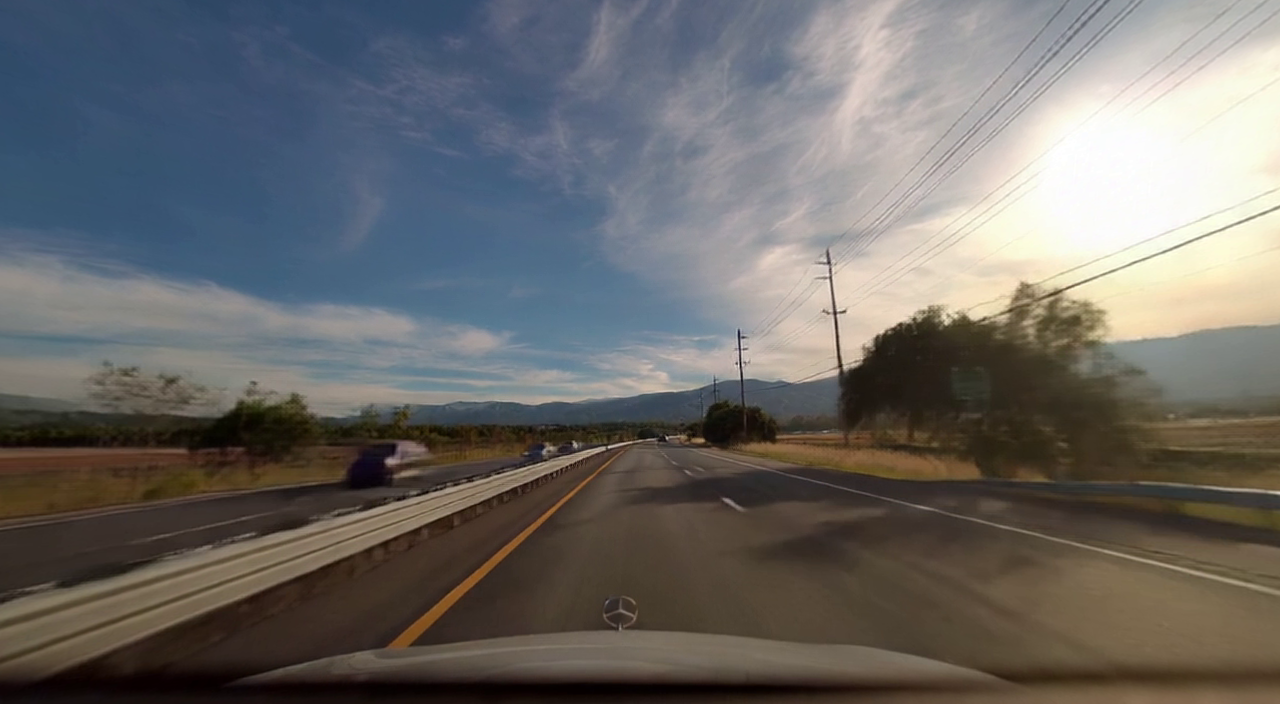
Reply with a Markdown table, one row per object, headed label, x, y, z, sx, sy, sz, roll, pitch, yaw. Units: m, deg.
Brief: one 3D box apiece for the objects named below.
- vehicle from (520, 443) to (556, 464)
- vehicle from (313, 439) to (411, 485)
| label | x | y | z | sx | sy | sz | roll | pitch | yaw |
| --- | --- | --- | --- | --- | --- | --- | --- | --- | --- |
| vehicle | -7.289 | 7.285 | 45.338 | 1.936 | 1.430 | 3.777 | 0 | -8 | 1 |
| vehicle | -11.059 | 4.381 | 25.316 | 1.980 | 1.672 | 4.199 | 0 | -8 | 0 |
